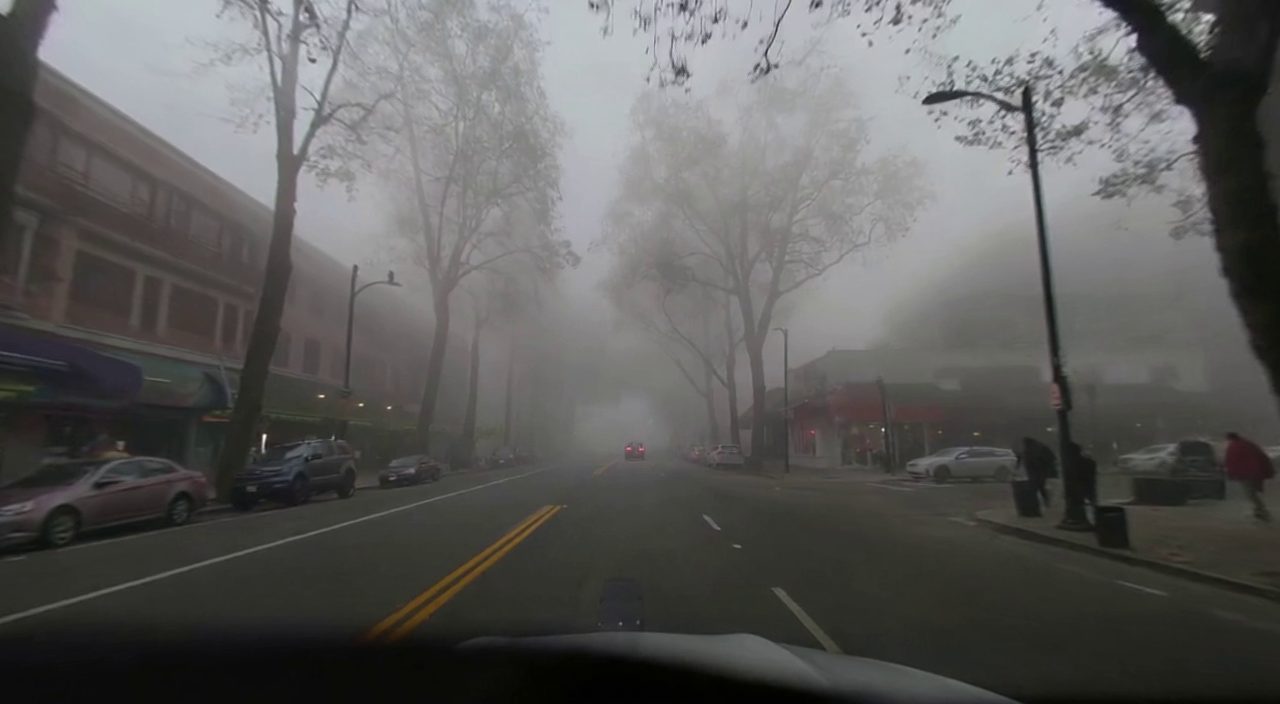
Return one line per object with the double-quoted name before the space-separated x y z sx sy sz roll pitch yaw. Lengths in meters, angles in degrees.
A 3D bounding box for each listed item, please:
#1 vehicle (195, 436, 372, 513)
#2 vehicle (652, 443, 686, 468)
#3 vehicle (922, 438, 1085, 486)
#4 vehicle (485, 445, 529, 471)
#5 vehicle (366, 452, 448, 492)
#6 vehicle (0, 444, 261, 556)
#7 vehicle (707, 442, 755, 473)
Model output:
"vehicle" -9.703 3.339 17.842 2.037 1.826 4.987 0 -8 1
"vehicle" 1.915 7.008 43.064 1.998 1.580 4.015 0 -8 -2
"vehicle" 13.035 3.964 22.888 4.563 1.633 2.144 0 -8 -1
"vehicle" -10.066 8.032 48.344 2.081 1.819 5.607 0 -8 1
"vehicle" -9.863 5.079 27.233 1.802 1.397 5.226 0 -8 -3
"vehicle" -9.683 2.568 11.914 2.025 1.555 5.138 0 -8 -2
"vehicle" 5.474 6.398 38.654 2.042 1.787 5.110 0 -8 -1
